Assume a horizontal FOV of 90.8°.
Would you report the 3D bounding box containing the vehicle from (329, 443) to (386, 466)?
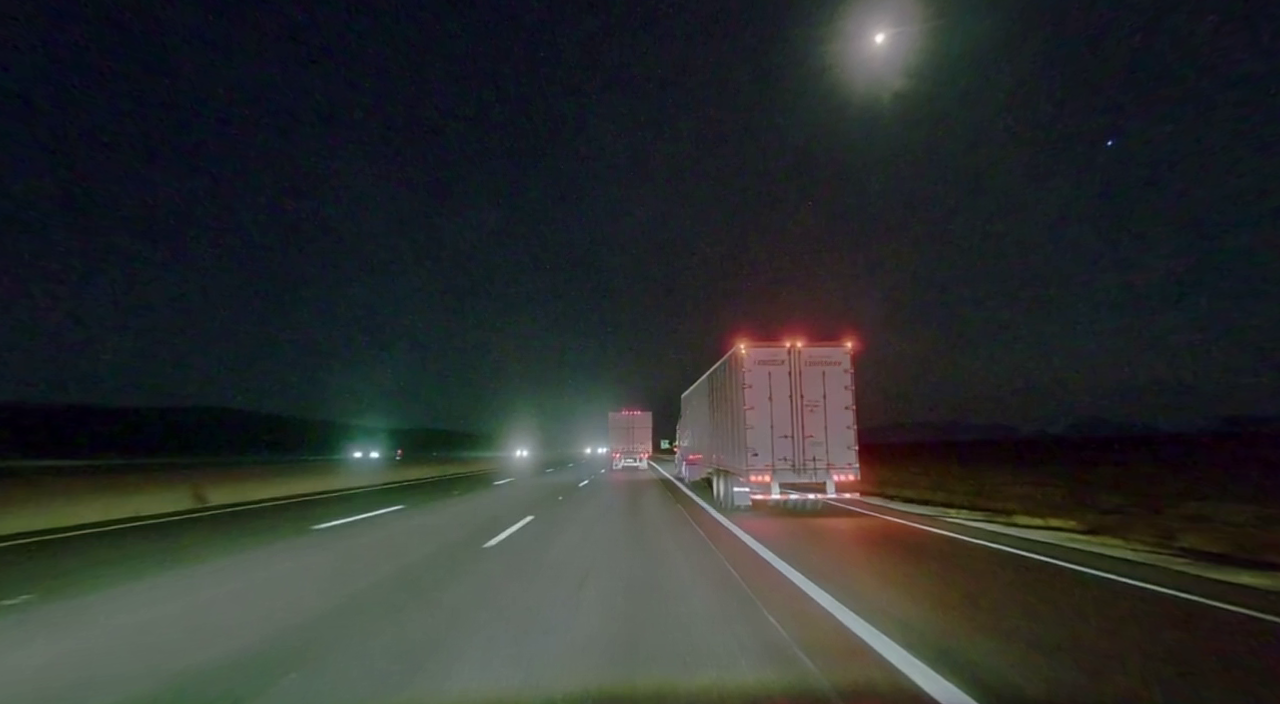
[{"bbox_3d":[-19.967,7.270,44.806,1.968,1.556,4.775,0,-9,-1],"label":"vehicle"}]
